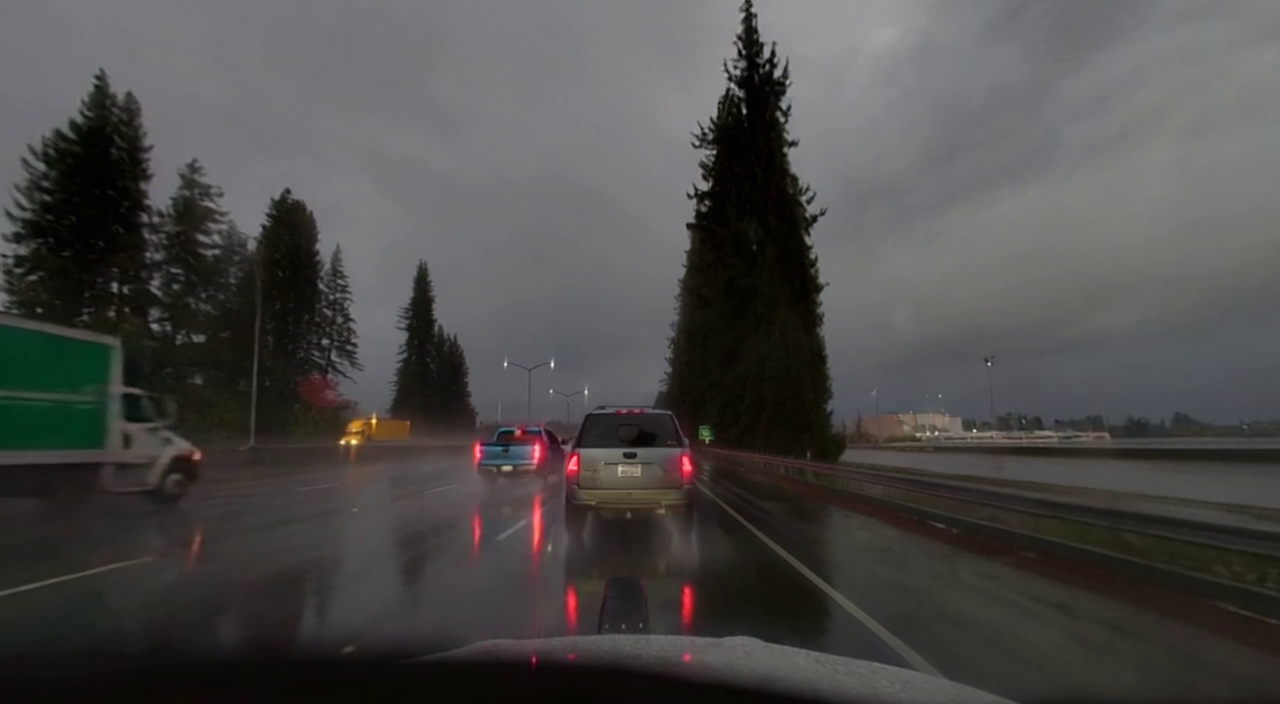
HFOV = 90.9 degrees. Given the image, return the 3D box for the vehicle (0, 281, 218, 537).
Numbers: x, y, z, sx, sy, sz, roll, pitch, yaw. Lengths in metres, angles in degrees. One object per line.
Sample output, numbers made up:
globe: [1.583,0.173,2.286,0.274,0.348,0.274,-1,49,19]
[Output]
vehicle: [-10.987,0.606,7.659,3.347,3.686,12.113,0,-8,0]

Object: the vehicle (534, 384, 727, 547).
vehicle: [-0.199,1.754,10.282,2.395,2.013,4.734,0,-8,-2]

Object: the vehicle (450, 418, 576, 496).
vehicle: [-3.324,2.956,18.079,2.235,1.826,6.106,0,-8,1]
